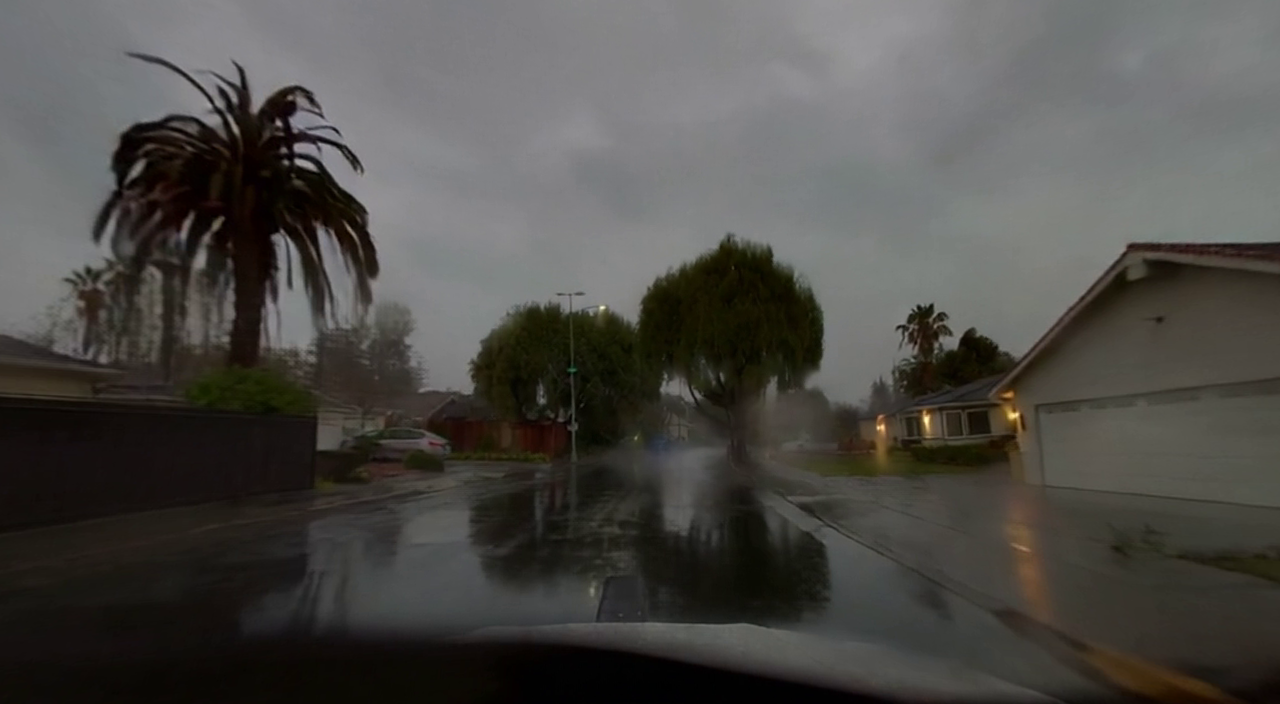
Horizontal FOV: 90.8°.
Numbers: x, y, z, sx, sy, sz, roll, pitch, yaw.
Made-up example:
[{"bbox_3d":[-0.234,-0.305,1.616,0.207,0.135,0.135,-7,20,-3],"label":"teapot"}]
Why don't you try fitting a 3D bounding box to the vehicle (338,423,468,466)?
[{"bbox_3d":[-11.572,4.566,31.158,5.497,1.983,2.191,0,-9,3],"label":"vehicle"}]
